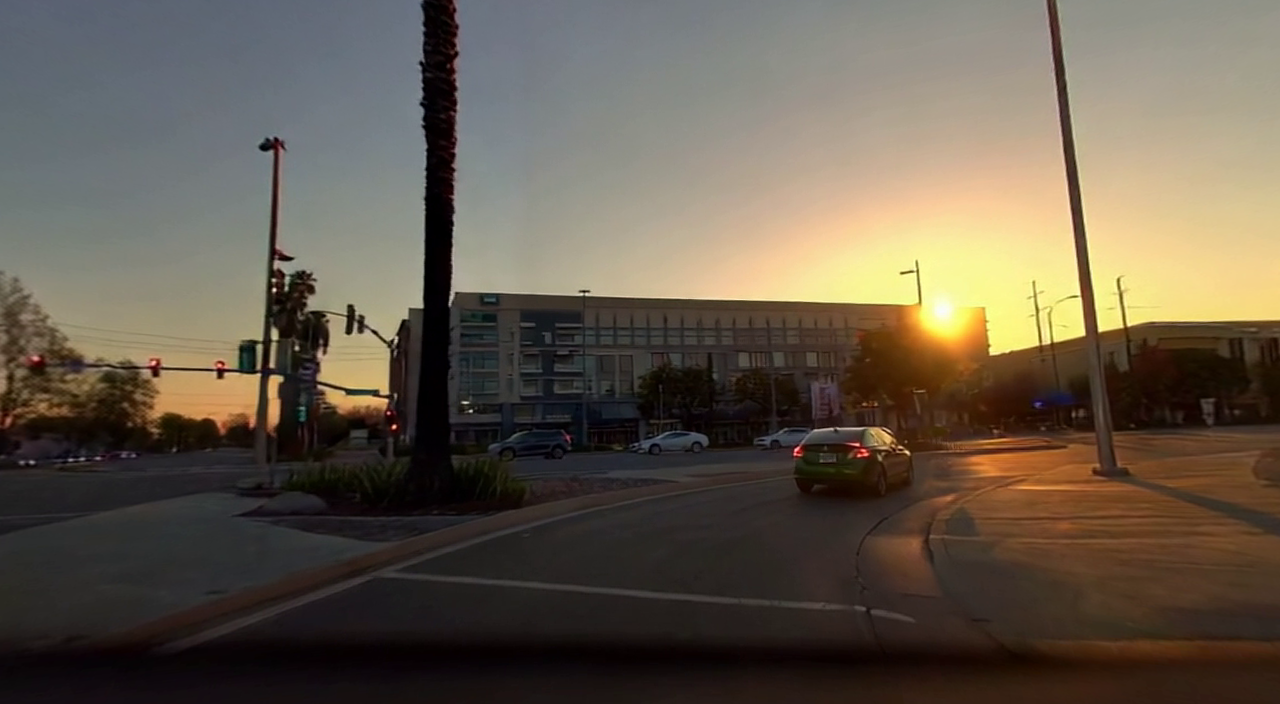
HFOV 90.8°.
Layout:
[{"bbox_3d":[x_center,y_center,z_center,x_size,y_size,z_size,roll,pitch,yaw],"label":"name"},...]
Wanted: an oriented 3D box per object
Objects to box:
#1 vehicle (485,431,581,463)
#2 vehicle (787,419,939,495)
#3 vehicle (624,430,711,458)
[{"bbox_3d":[-5.706,5.018,33.521,4.757,1.633,1.932,2,-8,-17],"label":"vehicle"},{"bbox_3d":[5.423,2.441,14.965,2.070,1.493,4.570,-6,-11,36],"label":"vehicle"},{"bbox_3d":[1.544,5.199,35.731,4.515,1.492,1.871,1,-9,-14],"label":"vehicle"}]
